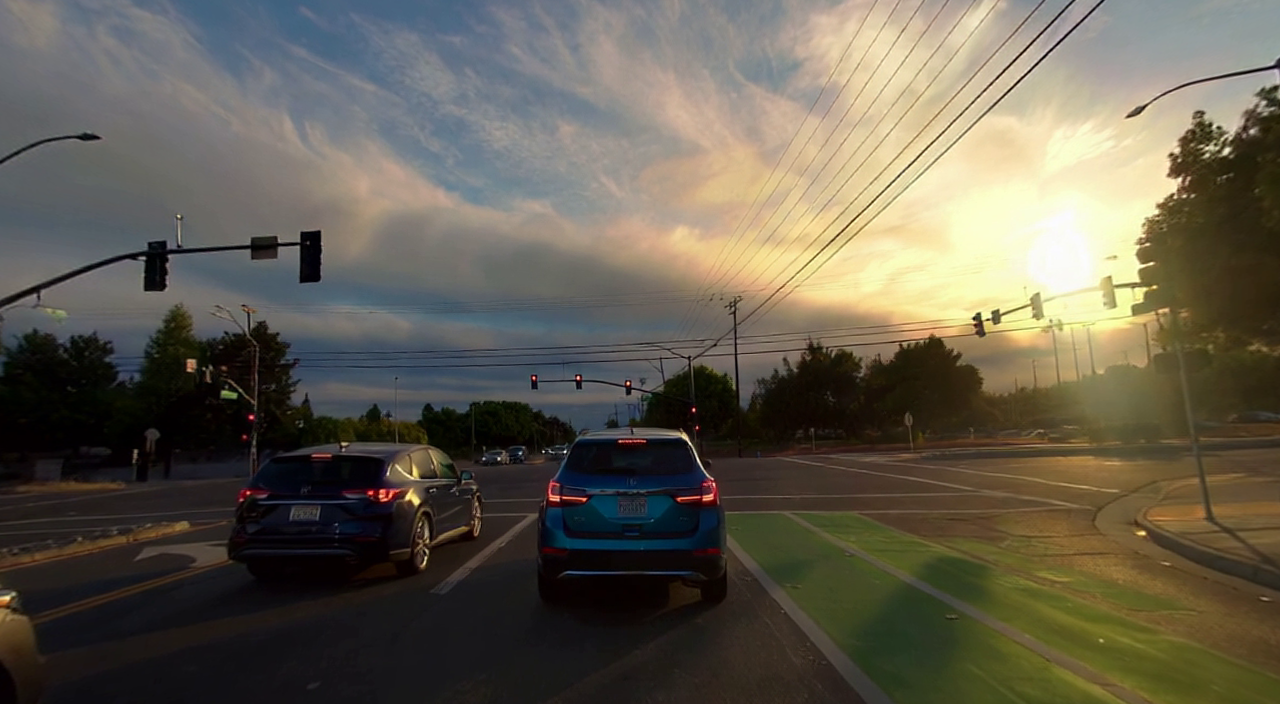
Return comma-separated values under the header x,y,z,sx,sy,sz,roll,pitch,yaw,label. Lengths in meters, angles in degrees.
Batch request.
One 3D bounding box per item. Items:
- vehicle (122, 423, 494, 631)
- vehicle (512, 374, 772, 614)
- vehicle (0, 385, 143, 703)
x,y,z,sx,sy,sz,roll,pitch,yaw,label
-2.915,1.613,6.660,1.726,1.506,3.840,0,-10,1,vehicle
-0.020,1.554,7.666,2.036,1.885,5.196,0,-10,-1,vehicle
-3.472,0.592,0.329,2.138,1.488,5.327,0,-8,0,vehicle
